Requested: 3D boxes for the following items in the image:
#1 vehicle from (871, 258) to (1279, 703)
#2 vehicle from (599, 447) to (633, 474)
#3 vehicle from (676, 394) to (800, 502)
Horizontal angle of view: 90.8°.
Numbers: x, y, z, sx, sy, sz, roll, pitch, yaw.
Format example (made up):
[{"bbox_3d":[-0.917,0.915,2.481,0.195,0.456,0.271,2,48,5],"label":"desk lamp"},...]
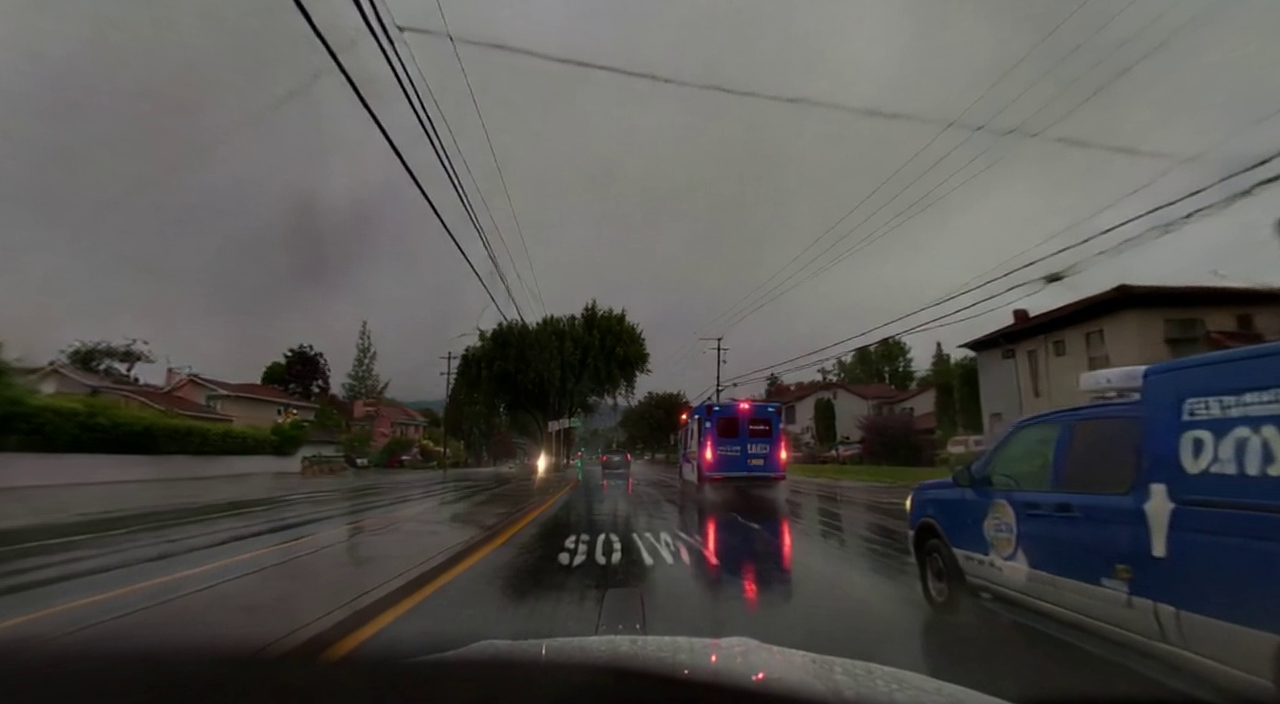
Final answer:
[{"bbox_3d":[3.182,0.769,2.918,2.194,1.922,4.822,-1,-9,-2],"label":"vehicle"},{"bbox_3d":[-1.726,7.530,44.017,2.114,1.707,3.725,0,-9,-5],"label":"vehicle"},{"bbox_3d":[2.652,2.865,18.929,2.406,2.687,5.521,-1,-9,-4],"label":"vehicle"}]
